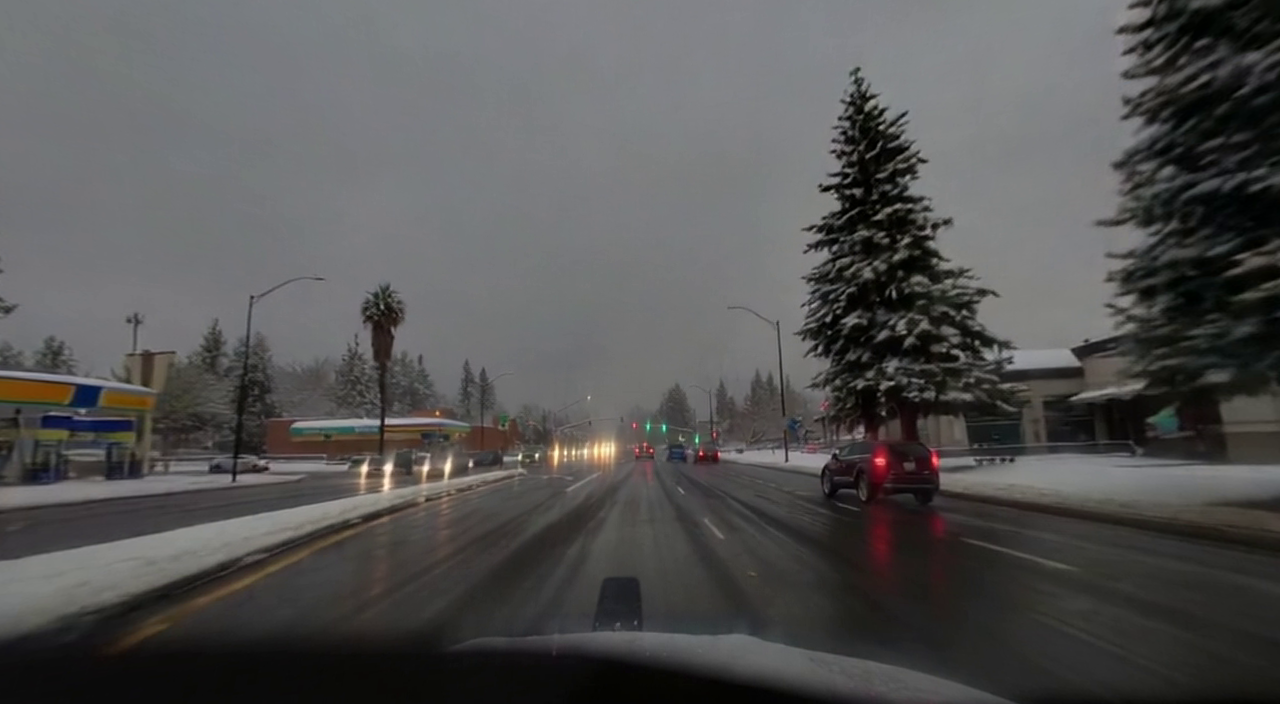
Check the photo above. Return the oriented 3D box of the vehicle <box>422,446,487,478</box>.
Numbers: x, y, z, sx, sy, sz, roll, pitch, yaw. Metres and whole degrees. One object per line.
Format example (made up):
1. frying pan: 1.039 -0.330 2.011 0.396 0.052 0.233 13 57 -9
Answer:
1. vehicle: -9.211 5.489 31.817 1.891 1.473 4.297 -1 -9 1

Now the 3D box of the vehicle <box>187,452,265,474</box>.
1. vehicle: -32.414 8.705 49.639 4.623 1.572 2.097 0 -10 0

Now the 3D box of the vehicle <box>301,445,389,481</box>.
1. vehicle: -16.182 6.098 35.116 2.183 1.814 5.403 -1 -9 1

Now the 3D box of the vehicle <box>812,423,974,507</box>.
1. vehicle: 6.284 2.871 16.505 2.066 1.807 4.893 0 -9 -1

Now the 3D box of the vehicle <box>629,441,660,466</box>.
1. vehicle: 0.328 7.506 46.799 2.177 1.754 3.815 -1 -8 1

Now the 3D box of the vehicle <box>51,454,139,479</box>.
1. vehicle: -35.203 7.392 40.918 3.864 1.530 1.961 -1 -8 1

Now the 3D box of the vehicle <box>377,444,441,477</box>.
1. vehicle: -12.847 6.066 35.492 1.958 1.701 4.082 -1 -8 1
